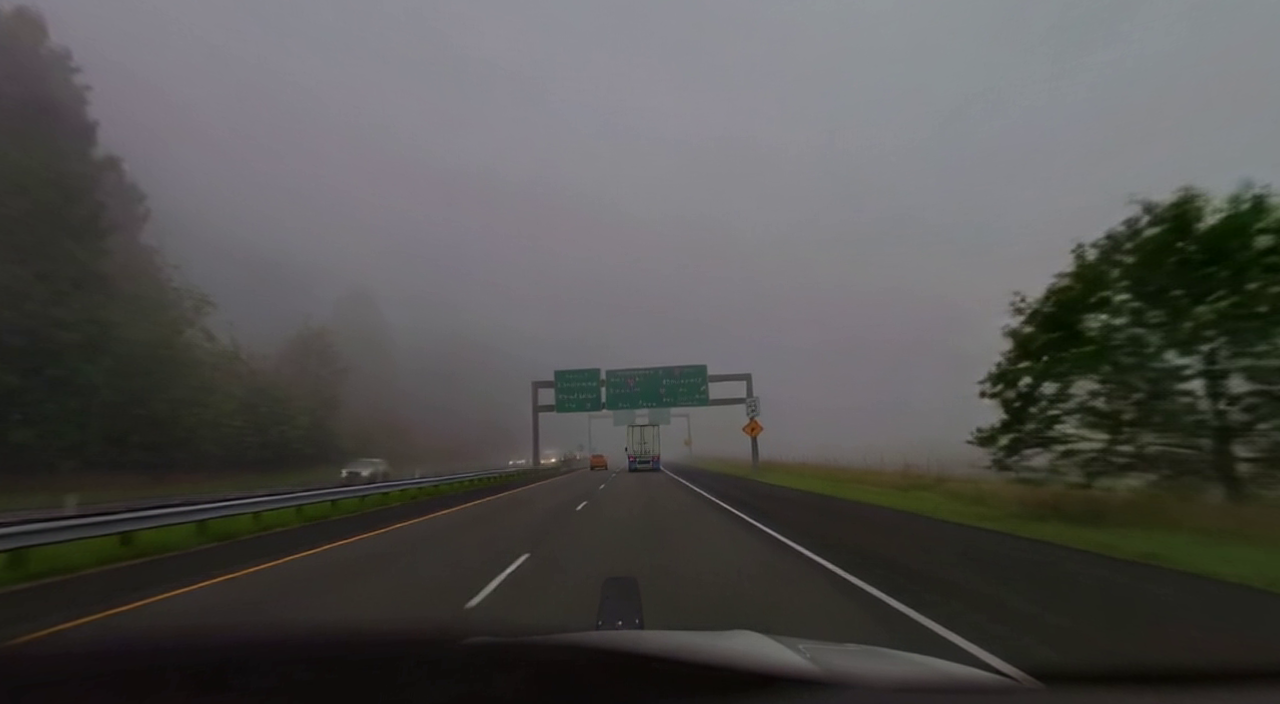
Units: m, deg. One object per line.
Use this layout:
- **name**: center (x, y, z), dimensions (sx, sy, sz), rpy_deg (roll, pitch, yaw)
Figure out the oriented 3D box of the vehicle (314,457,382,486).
- **vehicle**: center (-16.615, 6.792, 36.086), dimensions (1.841, 1.543, 4.225), rpy_deg (0, -9, 0)
